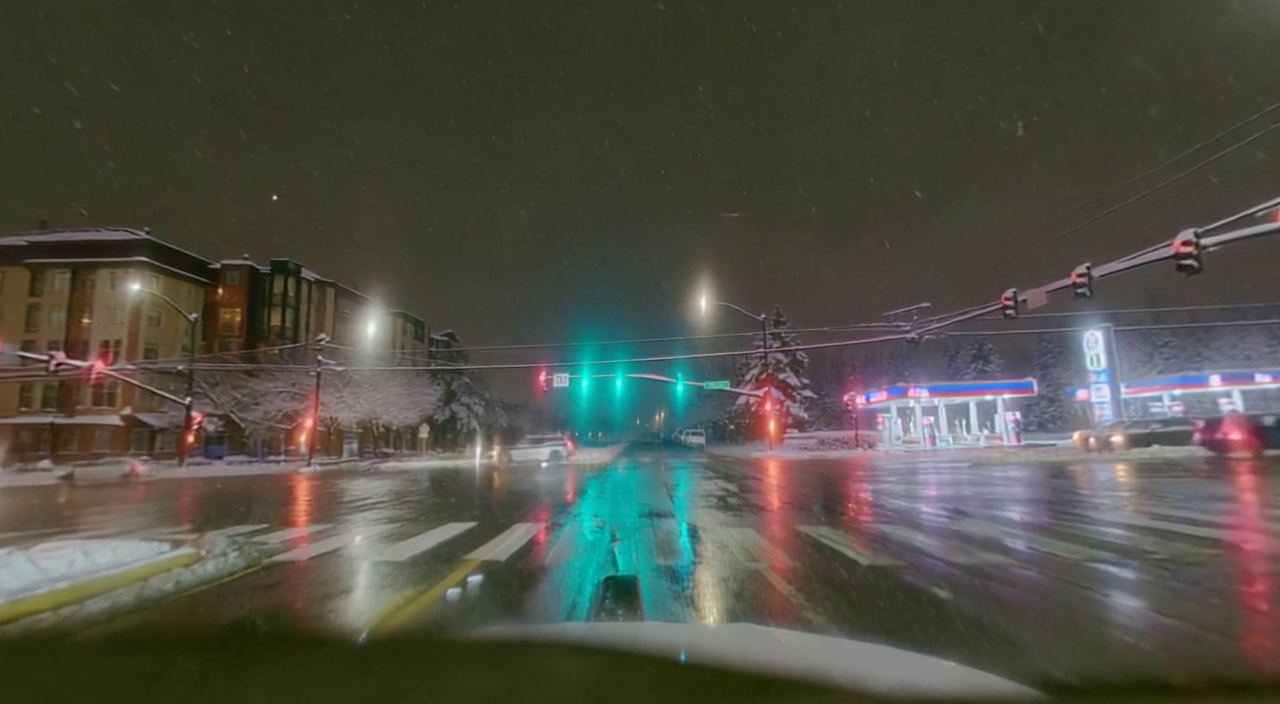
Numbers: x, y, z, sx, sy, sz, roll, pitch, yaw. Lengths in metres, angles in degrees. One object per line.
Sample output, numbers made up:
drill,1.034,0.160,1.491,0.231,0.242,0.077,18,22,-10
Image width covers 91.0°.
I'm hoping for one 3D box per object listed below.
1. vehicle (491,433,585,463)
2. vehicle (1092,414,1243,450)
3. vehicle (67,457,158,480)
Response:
vehicle,-6.739,6.398,41.858,5.789,1.893,2.169,-1,-8,4
vehicle,22.776,3.507,27.310,4.696,1.483,1.898,-1,-8,3
vehicle,-36.240,7.990,43.287,4.737,1.479,1.831,-1,-8,3
